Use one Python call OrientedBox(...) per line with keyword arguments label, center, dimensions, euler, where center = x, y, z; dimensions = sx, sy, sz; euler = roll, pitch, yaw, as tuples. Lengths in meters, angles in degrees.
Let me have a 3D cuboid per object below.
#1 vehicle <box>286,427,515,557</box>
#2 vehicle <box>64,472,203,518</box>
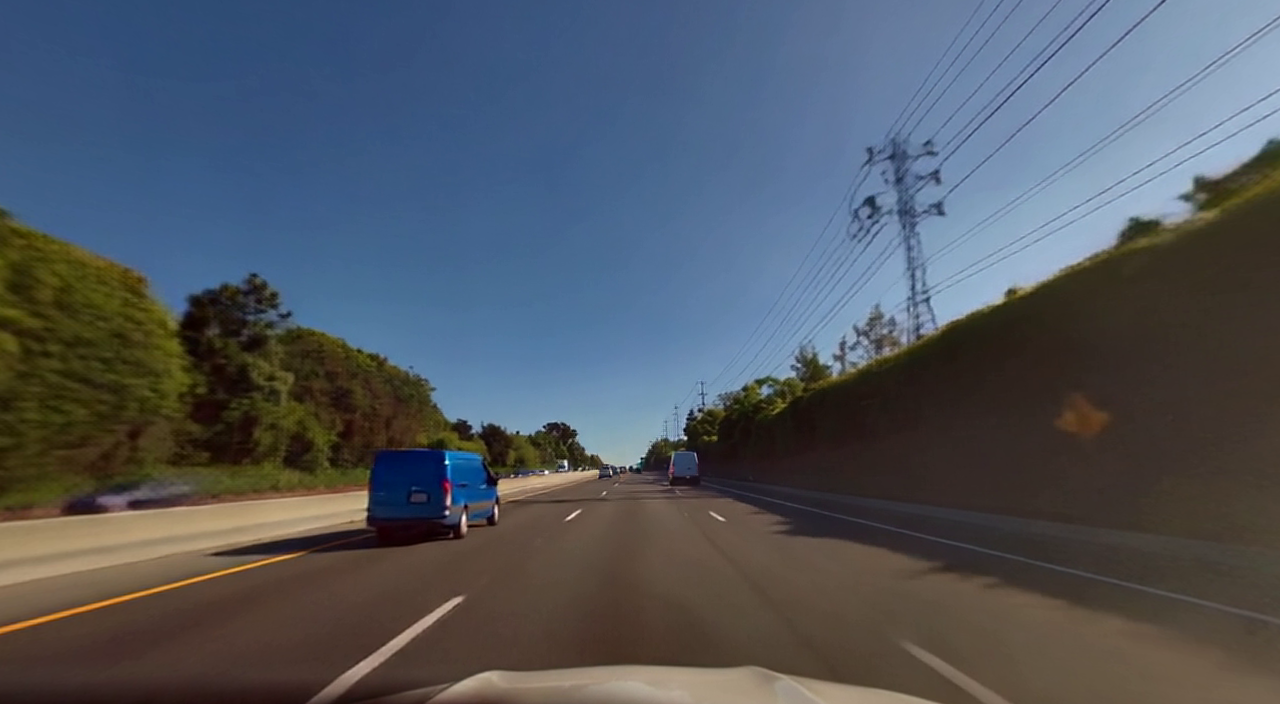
OrientedBox(label="vehicle", center=(-3.788, 2.381, 11.153), dimensions=(2.153, 1.756, 4.730), euler=(1, -11, 0))
OrientedBox(label="vehicle", center=(-20.879, 5.901, 26.307), dimensions=(1.922, 1.665, 4.588), euler=(1, -11, 0))
